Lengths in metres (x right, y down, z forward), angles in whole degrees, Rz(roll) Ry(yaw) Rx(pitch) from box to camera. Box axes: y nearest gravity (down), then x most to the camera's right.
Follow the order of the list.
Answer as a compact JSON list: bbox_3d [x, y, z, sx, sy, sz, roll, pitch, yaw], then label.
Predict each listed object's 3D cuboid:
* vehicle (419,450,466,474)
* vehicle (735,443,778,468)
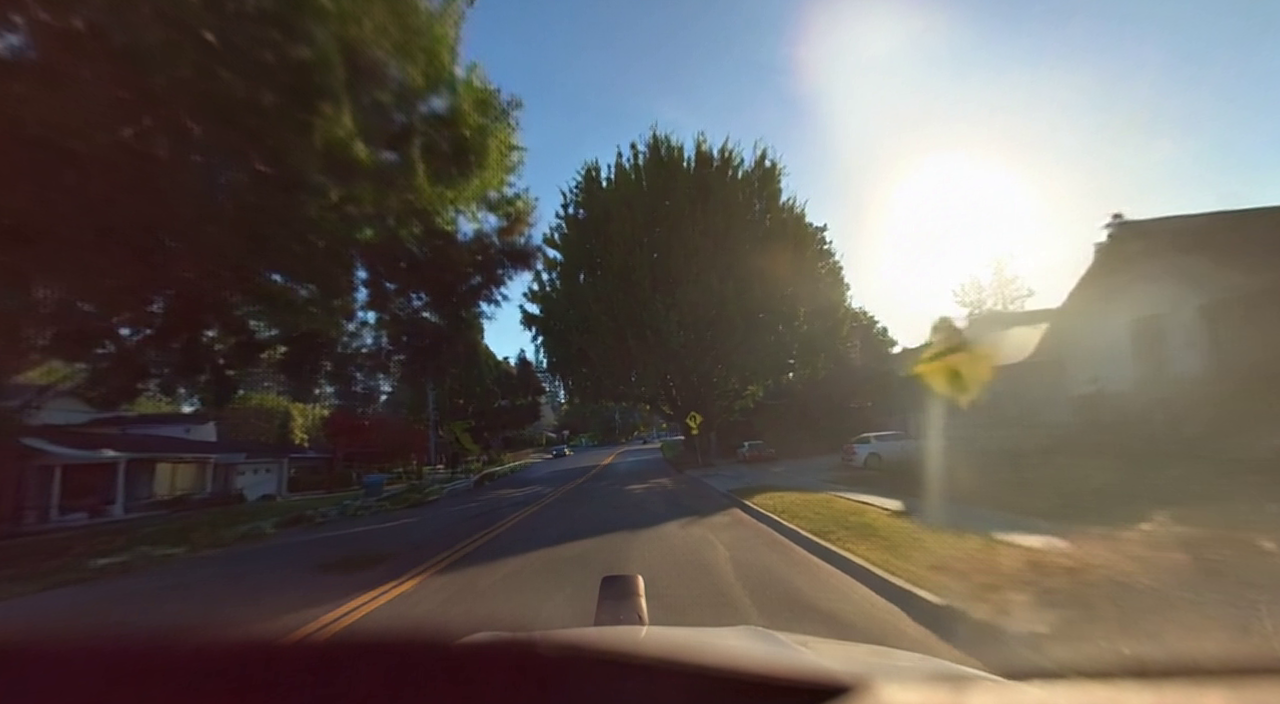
[{"bbox_3d":[-15.269,8.512,49.075,2.177,1.773,4.656,0,-9,0],"label":"vehicle"},{"bbox_3d":[7.996,7.133,43.777,1.954,1.652,4.520,0,-9,-2],"label":"vehicle"}]
